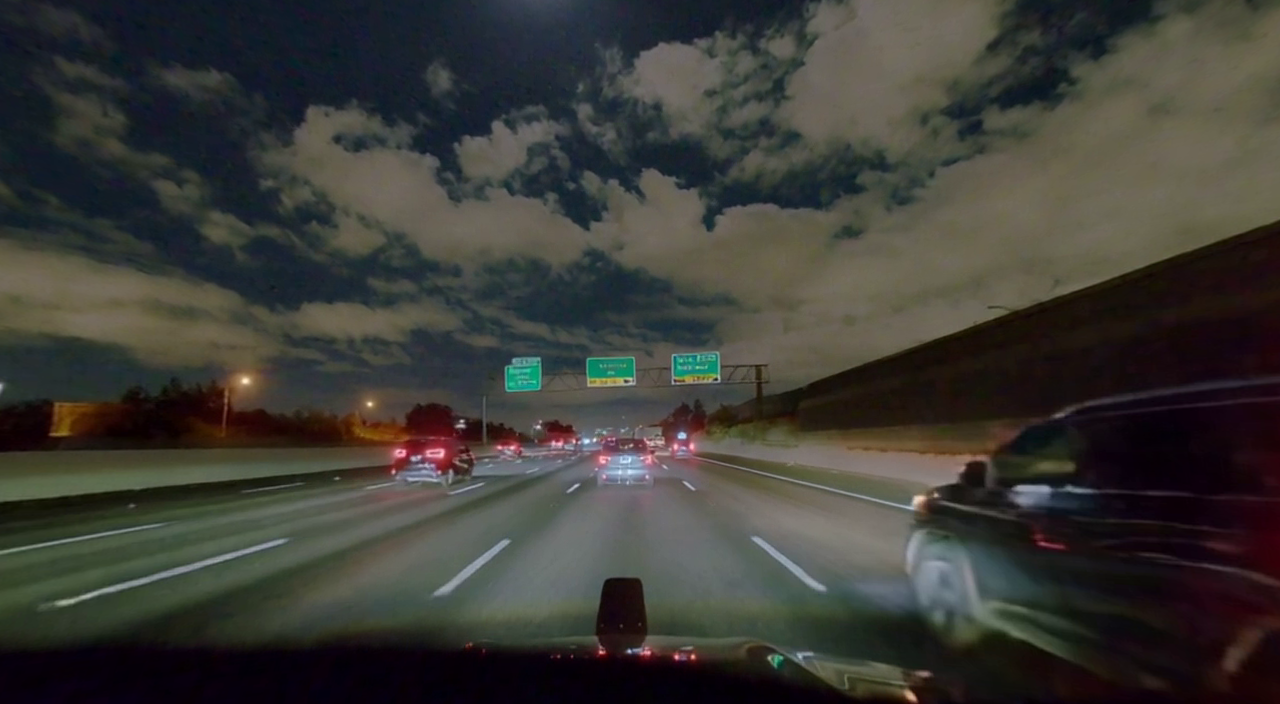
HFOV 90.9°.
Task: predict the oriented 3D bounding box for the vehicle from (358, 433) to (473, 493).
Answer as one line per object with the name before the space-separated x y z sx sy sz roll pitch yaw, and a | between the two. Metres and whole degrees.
vehicle | -6.928 3.461 19.984 2.060 1.669 4.242 0 -8 0

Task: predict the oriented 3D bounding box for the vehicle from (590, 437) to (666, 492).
vehicle | -0.325 3.346 19.067 2.042 1.446 4.269 0 -8 0

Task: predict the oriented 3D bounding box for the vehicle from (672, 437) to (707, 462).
vehicle | 3.565 7.077 46.042 2.100 1.707 4.342 0 -8 -2

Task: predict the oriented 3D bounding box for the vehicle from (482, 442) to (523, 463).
vehicle | -10.555 7.776 48.819 2.019 1.510 4.992 0 -8 1

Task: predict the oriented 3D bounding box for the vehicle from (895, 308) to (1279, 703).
vehicle | 3.425 0.917 3.704 2.001 1.771 4.250 0 -8 -1
